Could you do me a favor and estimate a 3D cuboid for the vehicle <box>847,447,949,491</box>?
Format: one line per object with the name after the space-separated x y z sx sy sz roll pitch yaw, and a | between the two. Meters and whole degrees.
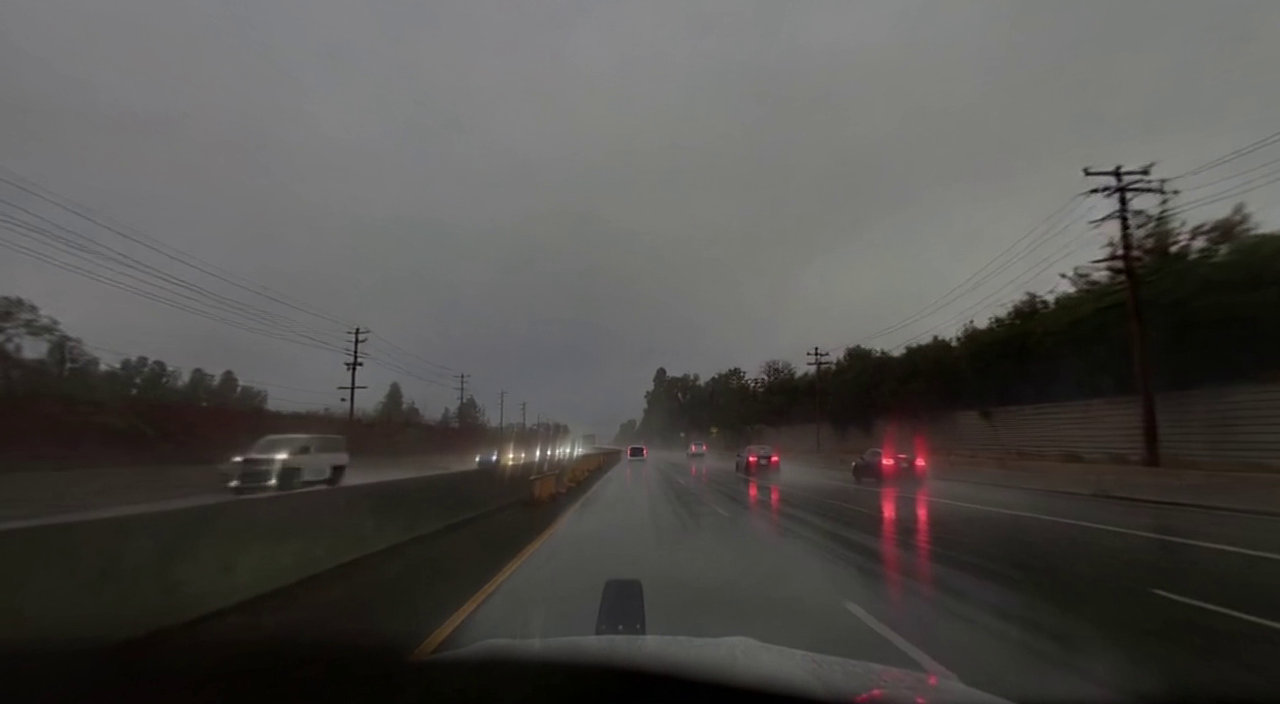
9.746 4.420 24.334 1.969 1.506 4.422 0 -9 -1 | vehicle

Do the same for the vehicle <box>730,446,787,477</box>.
6.285 5.859 34.053 2.069 1.520 4.614 0 -9 -1 | vehicle

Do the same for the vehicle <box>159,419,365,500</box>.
-9.901 2.885 17.244 2.483 1.868 4.989 0 -9 0 | vehicle

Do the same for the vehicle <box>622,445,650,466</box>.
-0.316 7.811 47.716 1.993 1.506 3.883 0 -9 -1 | vehicle
